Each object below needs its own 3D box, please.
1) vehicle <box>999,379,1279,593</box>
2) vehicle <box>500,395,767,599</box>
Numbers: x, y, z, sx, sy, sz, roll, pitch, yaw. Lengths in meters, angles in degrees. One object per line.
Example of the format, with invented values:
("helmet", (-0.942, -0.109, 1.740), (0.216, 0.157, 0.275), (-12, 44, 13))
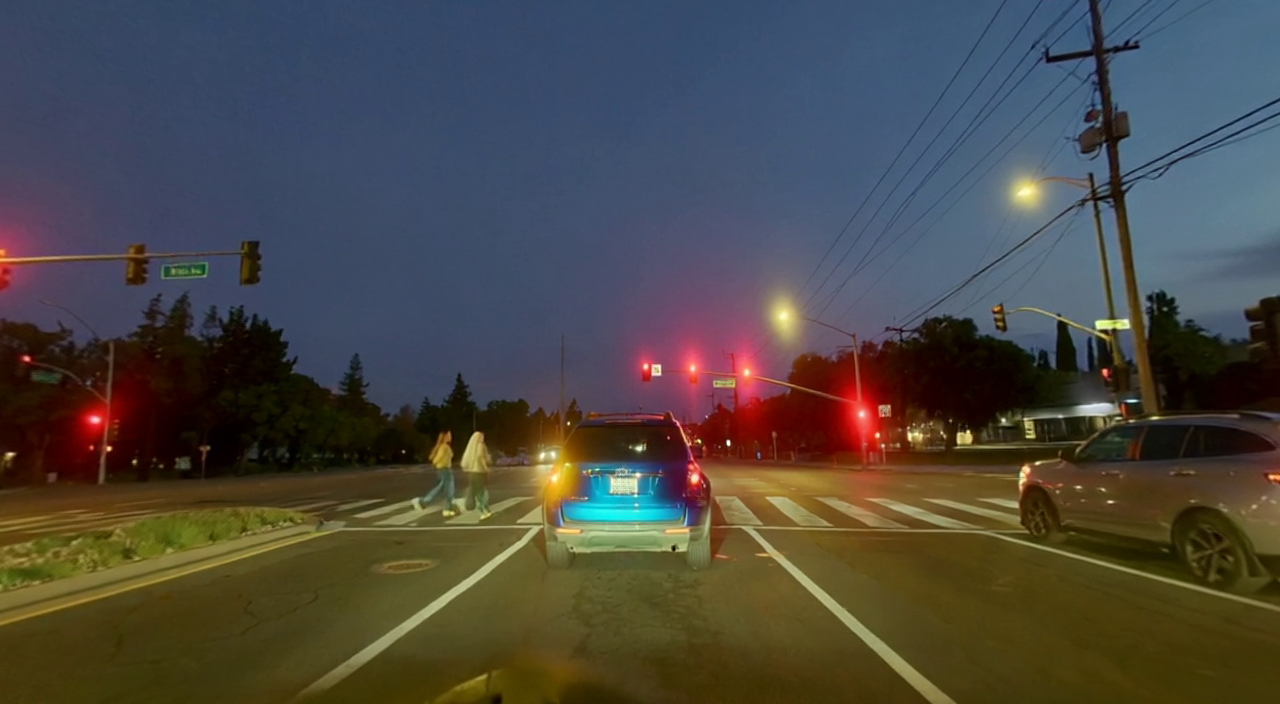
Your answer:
("vehicle", (6.595, 1.420, 7.217), (2.119, 1.827, 4.806), (0, -9, 0))
("vehicle", (-0.087, 1.565, 7.639), (2.285, 1.729, 4.252), (0, -9, -1))
